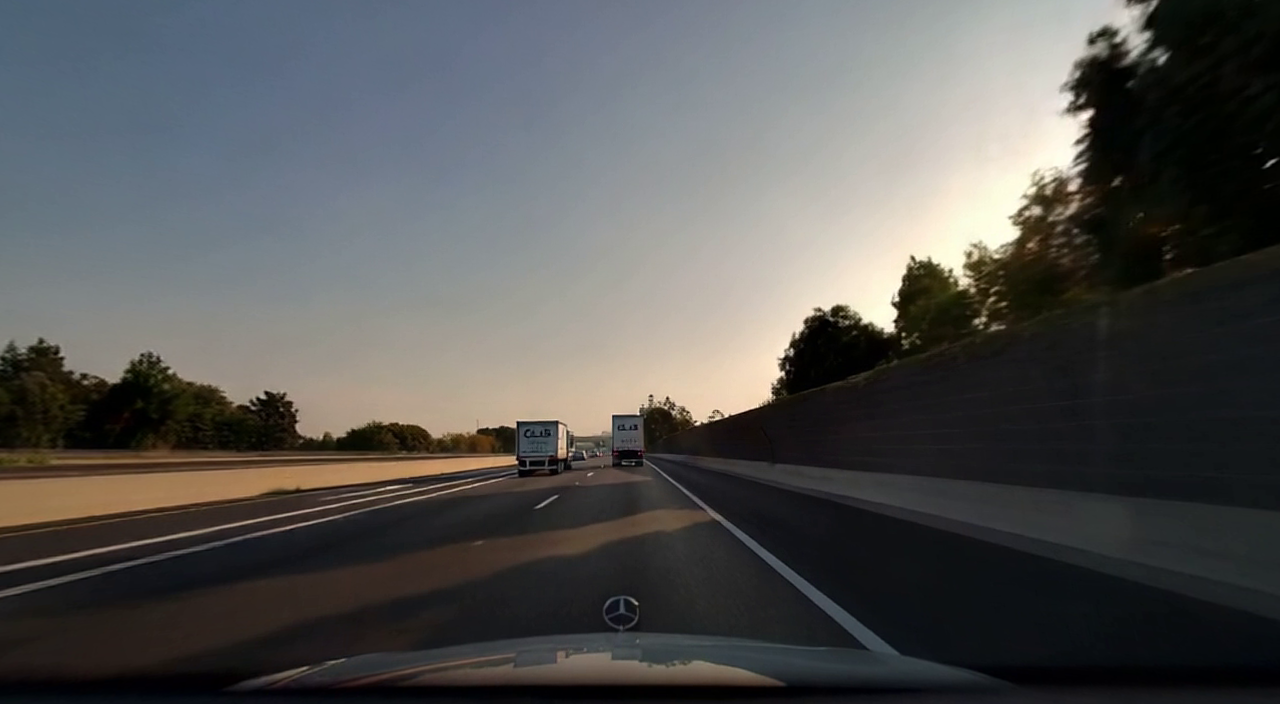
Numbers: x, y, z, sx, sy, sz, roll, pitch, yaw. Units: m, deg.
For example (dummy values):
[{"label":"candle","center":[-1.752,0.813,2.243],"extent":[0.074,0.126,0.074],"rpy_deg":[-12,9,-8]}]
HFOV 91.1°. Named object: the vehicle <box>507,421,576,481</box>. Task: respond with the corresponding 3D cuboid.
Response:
[{"label":"vehicle","center":[-4.811,4.987,31.721],"extent":[2.529,2.697,5.935],"rpy_deg":[0,-9,0]}]
